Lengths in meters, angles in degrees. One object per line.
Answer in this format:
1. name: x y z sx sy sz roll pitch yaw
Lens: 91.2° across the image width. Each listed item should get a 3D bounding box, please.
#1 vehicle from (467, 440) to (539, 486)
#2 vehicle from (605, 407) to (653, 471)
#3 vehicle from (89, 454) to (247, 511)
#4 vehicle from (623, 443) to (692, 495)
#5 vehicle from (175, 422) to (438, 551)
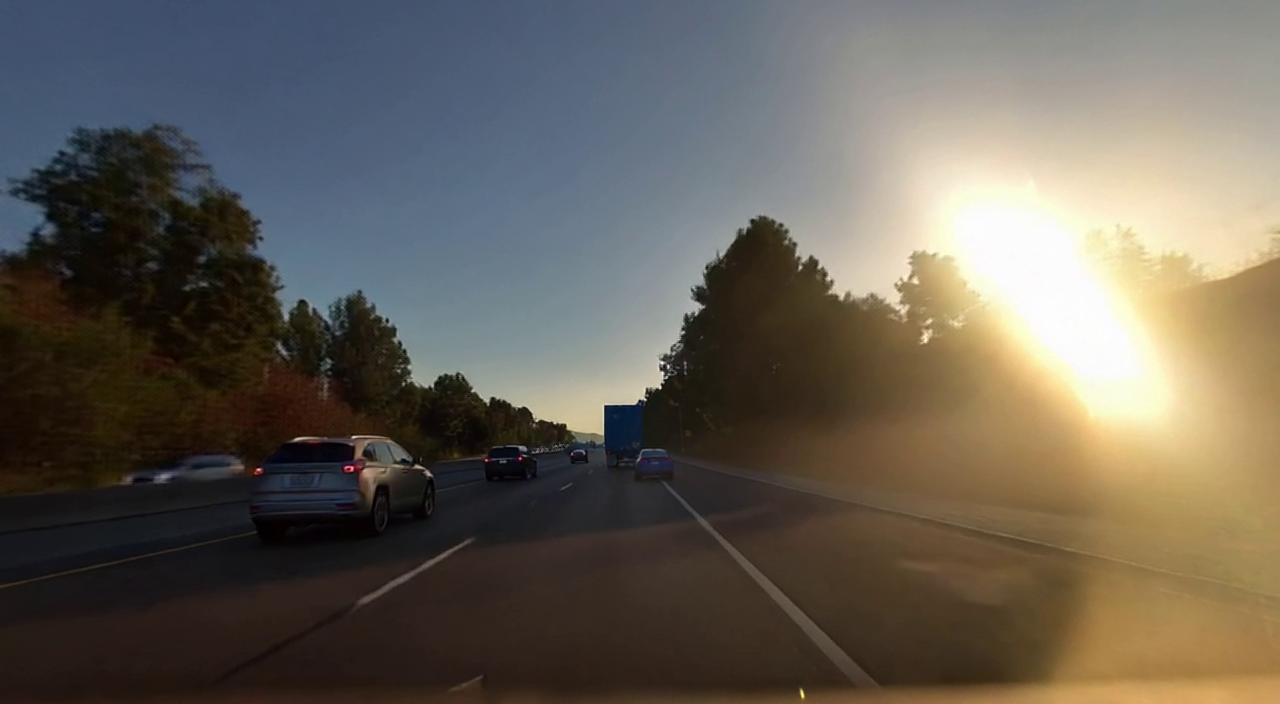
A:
1. vehicle: -5.401 4.421 25.240 2.035 1.664 4.064 0 -9 -1
2. vehicle: -0.954 6.495 46.255 3.113 4.066 10.786 0 -9 -2
3. vehicle: -13.902 3.831 18.780 1.792 1.467 3.809 0 -9 -2
4. vehicle: 0.458 3.750 20.426 2.026 1.489 4.045 0 -9 -1
5. vehicle: -5.055 2.086 10.342 2.100 1.671 4.105 0 -9 -1
